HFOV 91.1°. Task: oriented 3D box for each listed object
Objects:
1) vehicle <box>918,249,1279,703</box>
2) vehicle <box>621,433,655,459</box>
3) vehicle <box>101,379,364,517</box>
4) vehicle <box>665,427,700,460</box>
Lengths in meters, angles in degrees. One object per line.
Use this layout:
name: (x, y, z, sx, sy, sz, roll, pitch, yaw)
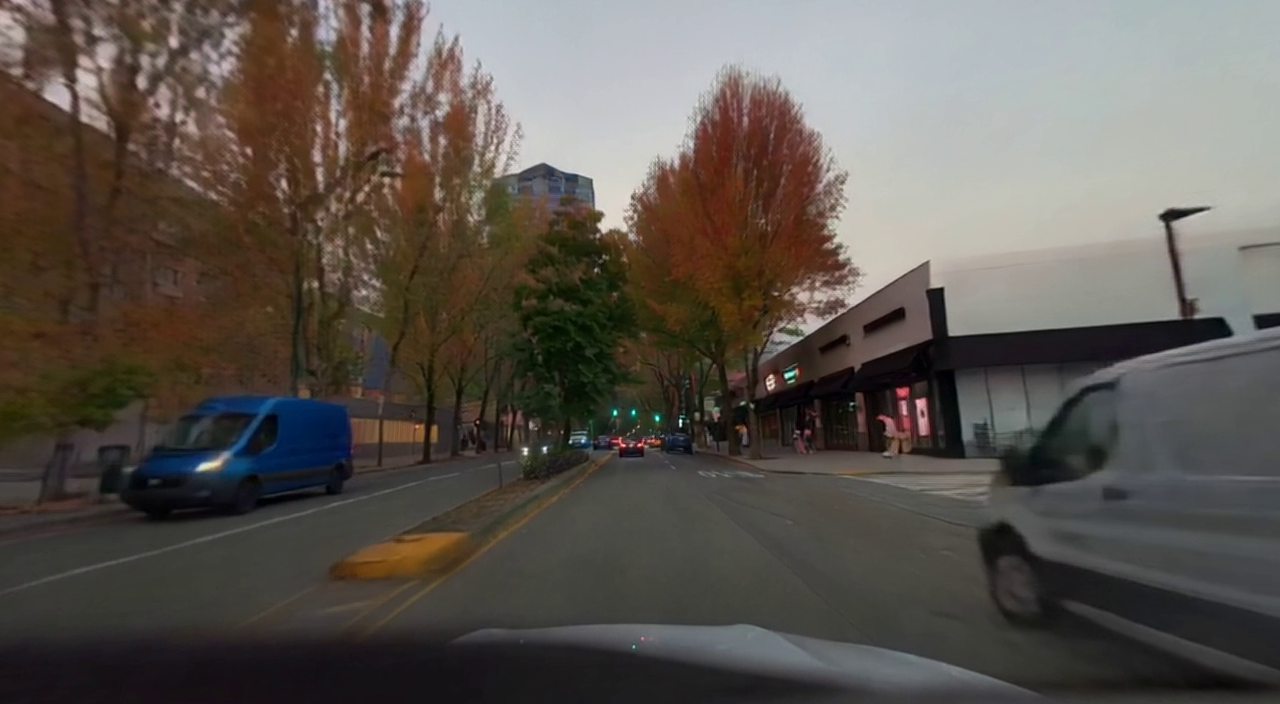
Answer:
vehicle: (3.508, 0.645, 2.430, 2.357, 1.986, 5.136, 0, -8, -2)
vehicle: (-0.156, 6.497, 43.549, 2.274, 1.736, 4.083, 0, -8, -1)
vehicle: (-8.989, 2.214, 14.857, 2.348, 2.588, 5.860, 0, -8, -2)
vehicle: (2.726, 5.937, 40.831, 2.147, 1.968, 4.478, 0, -8, 3)
